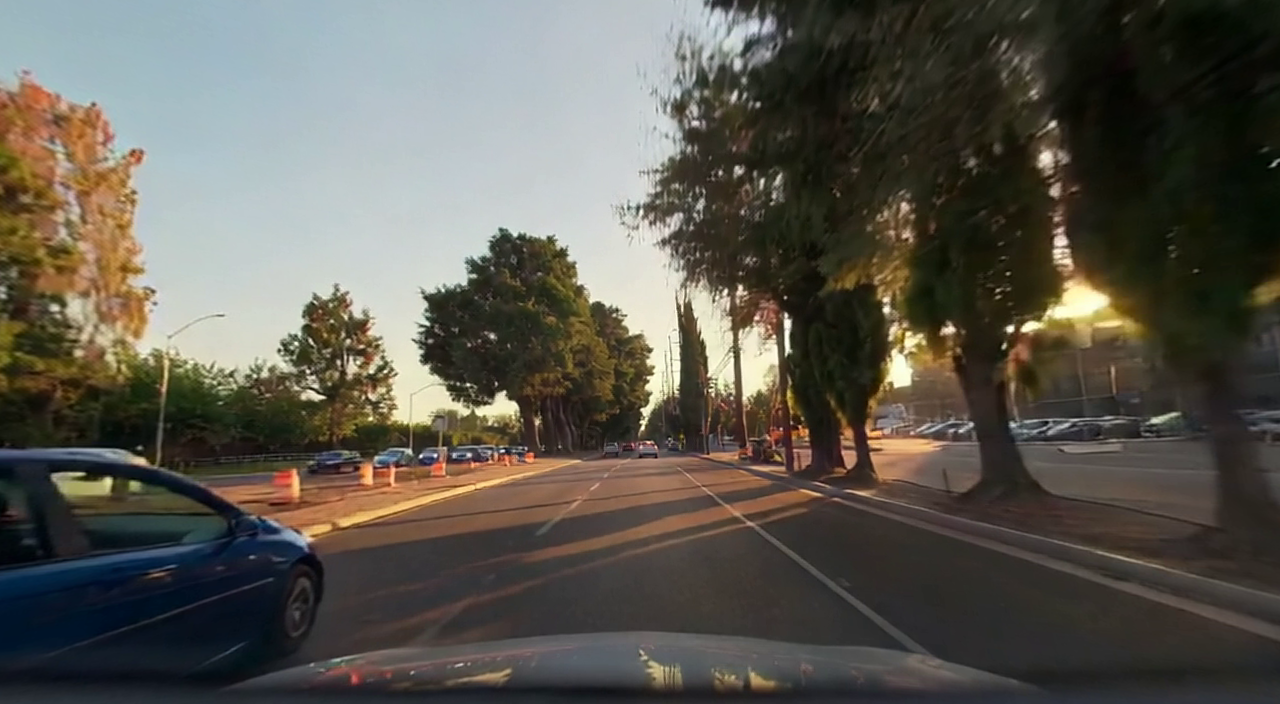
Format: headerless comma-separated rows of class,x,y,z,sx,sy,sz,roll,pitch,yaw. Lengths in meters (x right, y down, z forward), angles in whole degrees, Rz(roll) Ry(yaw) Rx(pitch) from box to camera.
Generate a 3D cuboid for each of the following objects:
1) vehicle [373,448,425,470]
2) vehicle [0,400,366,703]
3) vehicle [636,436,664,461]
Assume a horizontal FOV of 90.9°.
vehicle,-17.709,7.889,46.577,1.979,1.494,4.706,0,-8,0
vehicle,-3.098,0.924,2.174,2.087,1.480,4.825,0,-8,1
vehicle,0.781,7.415,48.668,2.060,1.845,4.151,0,-8,0
